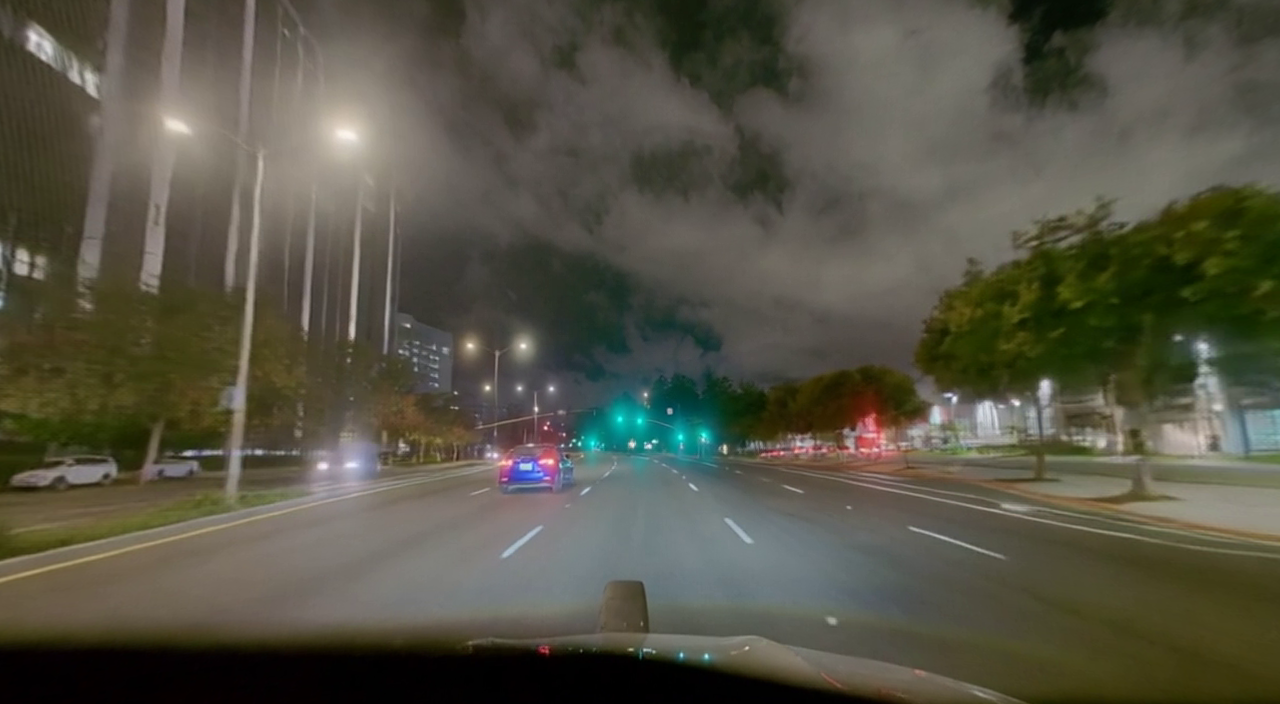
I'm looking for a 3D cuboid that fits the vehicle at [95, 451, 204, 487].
[{"bbox_3d":[-26.506,6.309,34.311,1.786,1.713,4.992,1,-9,1],"label":"vehicle"}]

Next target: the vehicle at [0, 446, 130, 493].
[{"bbox_3d":[-26.678,5.366,29.051,2.207,1.909,4.831,1,-9,0],"label":"vehicle"}]

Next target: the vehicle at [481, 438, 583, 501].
[{"bbox_3d":[-2.875,3.228,17.841,2.009,1.489,4.543,-2,-8,1],"label":"vehicle"}]

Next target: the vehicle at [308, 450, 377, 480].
[{"bbox_3d":[-16.670,6.302,35.552,1.890,1.479,4.484,-1,-8,-2],"label":"vehicle"}]
